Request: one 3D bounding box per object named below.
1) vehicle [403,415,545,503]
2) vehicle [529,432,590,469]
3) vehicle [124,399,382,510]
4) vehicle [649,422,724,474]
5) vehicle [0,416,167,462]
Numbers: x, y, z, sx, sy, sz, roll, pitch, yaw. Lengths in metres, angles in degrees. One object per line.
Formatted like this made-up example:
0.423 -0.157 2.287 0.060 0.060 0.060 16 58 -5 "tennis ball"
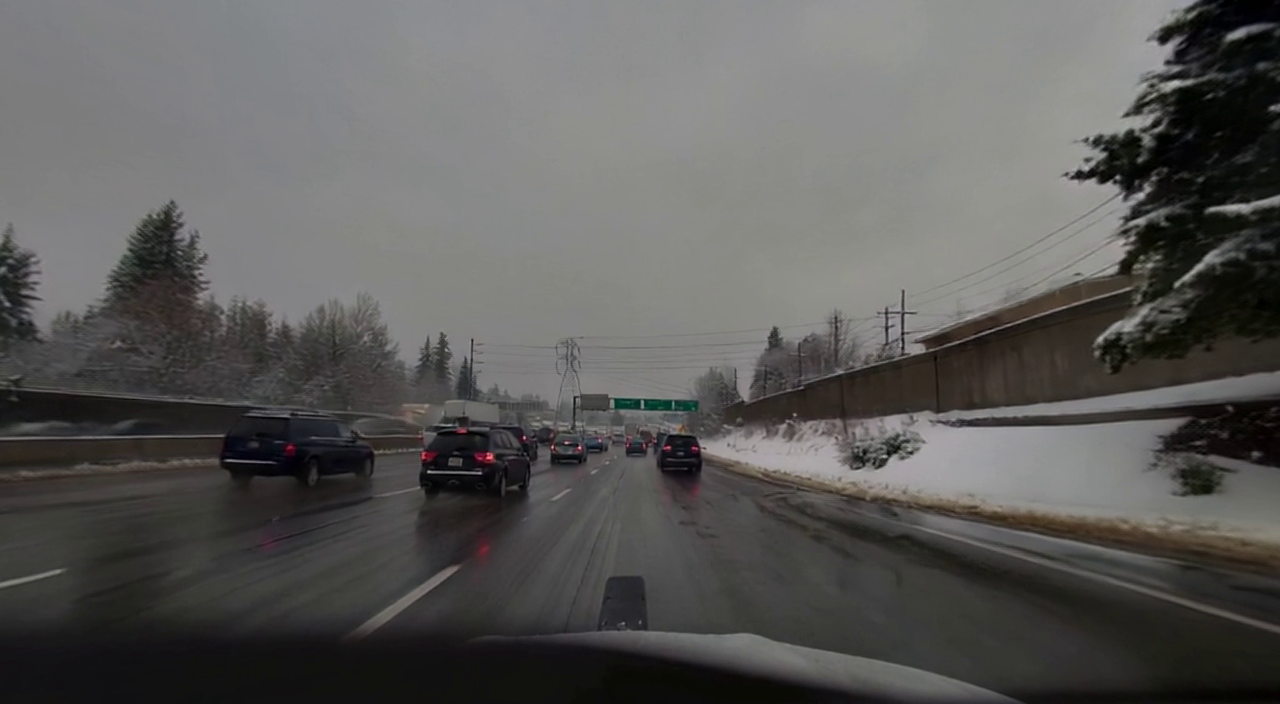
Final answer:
-3.617 2.437 14.715 2.026 1.719 4.490 0 -8 1 "vehicle"
-3.497 4.414 28.415 2.049 1.530 4.707 0 -8 1 "vehicle"
-7.341 2.017 12.752 2.222 1.825 4.640 0 -8 0 "vehicle"
1.932 4.338 28.700 2.793 2.132 5.682 0 -8 -2 "vehicle"
-20.148 3.209 23.115 1.871 1.485 4.758 0 -8 1 "vehicle"
